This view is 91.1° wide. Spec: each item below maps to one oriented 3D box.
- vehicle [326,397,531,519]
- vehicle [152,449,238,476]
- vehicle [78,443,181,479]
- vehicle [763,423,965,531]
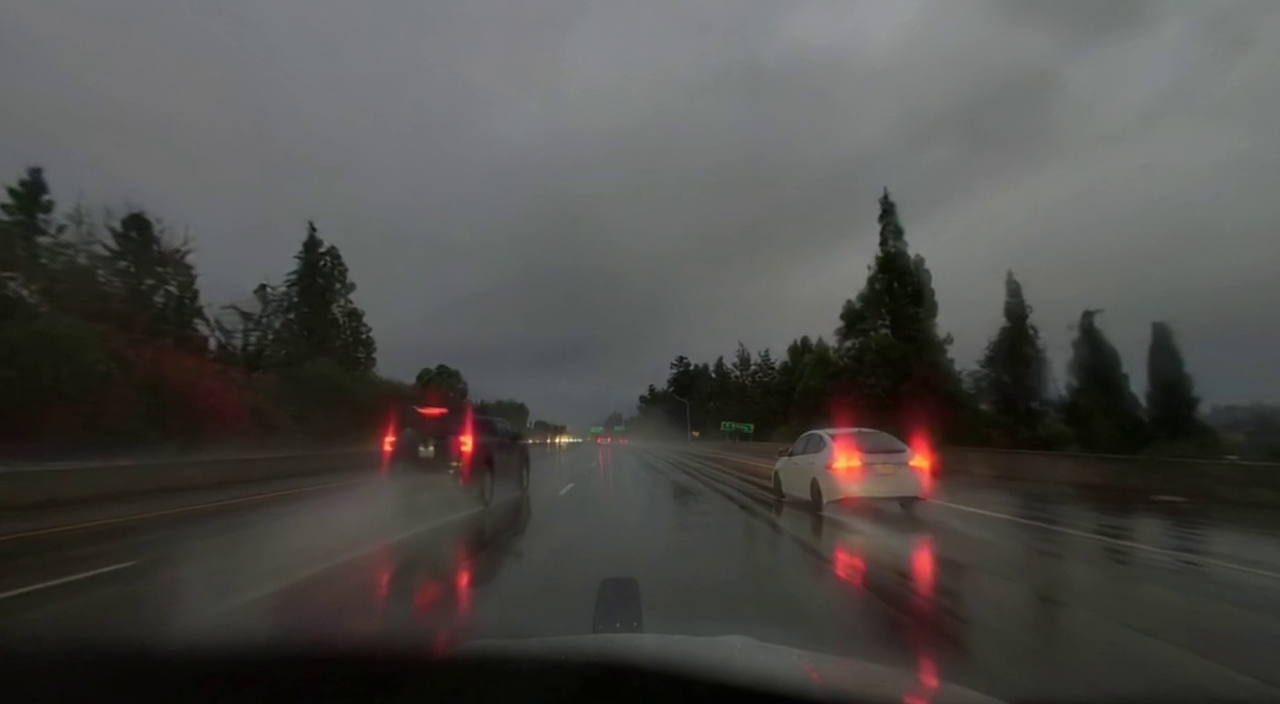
[{"bbox_3d":[-3.601,1.937,12.132,2.106,1.779,5.610,0,-8,-1],"label":"vehicle"},{"bbox_3d":[-26.939,6.669,38.244,1.809,1.483,4.661,0,-8,0],"label":"vehicle"},{"bbox_3d":[-30.592,6.518,37.901,2.022,1.946,4.972,0,-8,-1],"label":"vehicle"},{"bbox_3d":[3.546,2.033,10.967,1.817,1.465,4.415,0,-8,-1],"label":"vehicle"}]
